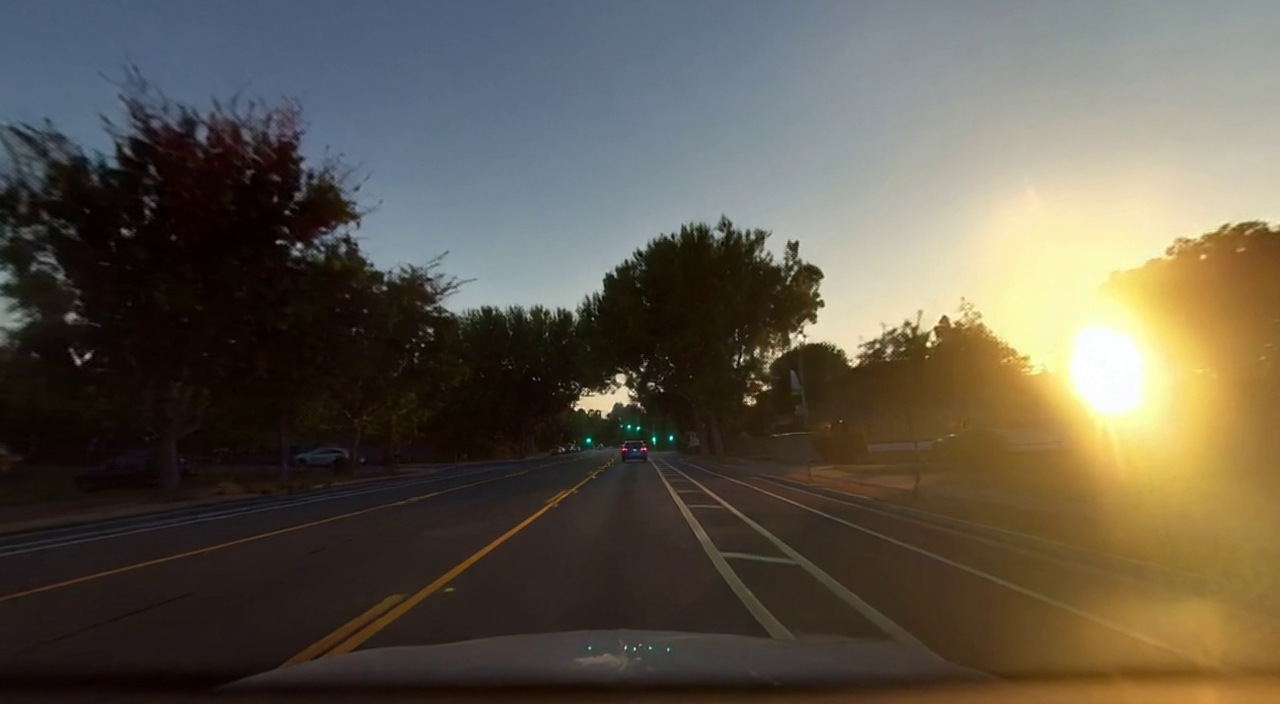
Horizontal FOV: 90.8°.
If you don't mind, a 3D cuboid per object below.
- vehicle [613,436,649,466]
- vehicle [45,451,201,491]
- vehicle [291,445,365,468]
[{"bbox_3d":[-0.593,6.432,40.997,2.230,1.827,4.298,0,-8,-1],"label":"vehicle"},{"bbox_3d":[-19.970,4.600,24.552,4.232,1.458,2.010,0,-8,-2],"label":"vehicle"},{"bbox_3d":[-22.279,7.490,45.247,4.241,1.601,1.970,0,-8,1],"label":"vehicle"}]
